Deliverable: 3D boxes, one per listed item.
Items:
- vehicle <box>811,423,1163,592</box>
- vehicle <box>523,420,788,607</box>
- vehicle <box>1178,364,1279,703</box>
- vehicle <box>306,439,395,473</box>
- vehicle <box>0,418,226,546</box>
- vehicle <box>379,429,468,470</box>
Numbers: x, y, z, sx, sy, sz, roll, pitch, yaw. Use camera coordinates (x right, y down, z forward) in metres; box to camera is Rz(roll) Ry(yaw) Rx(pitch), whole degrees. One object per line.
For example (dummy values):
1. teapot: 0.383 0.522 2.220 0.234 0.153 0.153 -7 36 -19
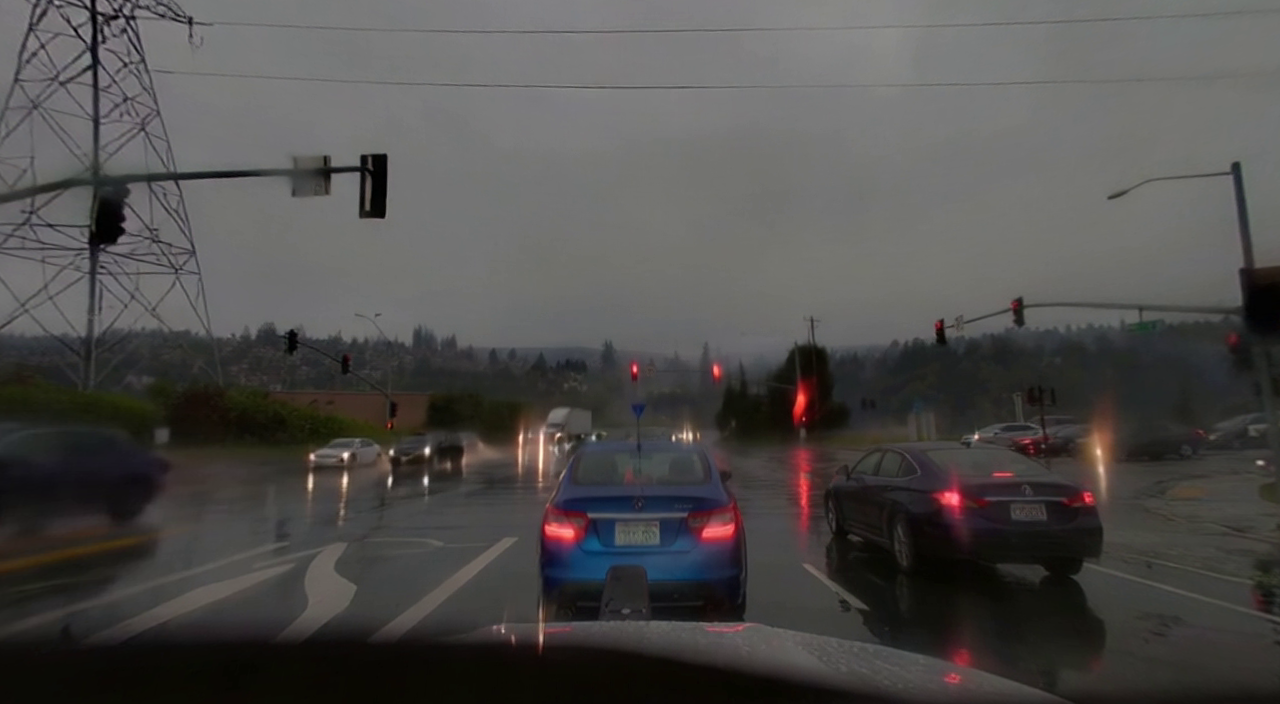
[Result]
1. vehicle: 3.654 1.687 7.727 1.835 1.473 4.190 0 -8 -2
2. vehicle: 0.113 1.600 7.134 2.117 1.474 4.036 0 -8 0
3. vehicle: 3.409 0.592 0.632 1.926 1.614 4.330 0 -8 1
4. vehicle: -13.764 4.956 30.308 1.982 1.469 4.583 -1 -8 2
5. vehicle: -10.245 2.161 10.951 2.161 1.818 5.672 0 -8 1
6. vehicle: -10.012 4.577 29.641 2.239 1.719 4.948 -1 -8 3
